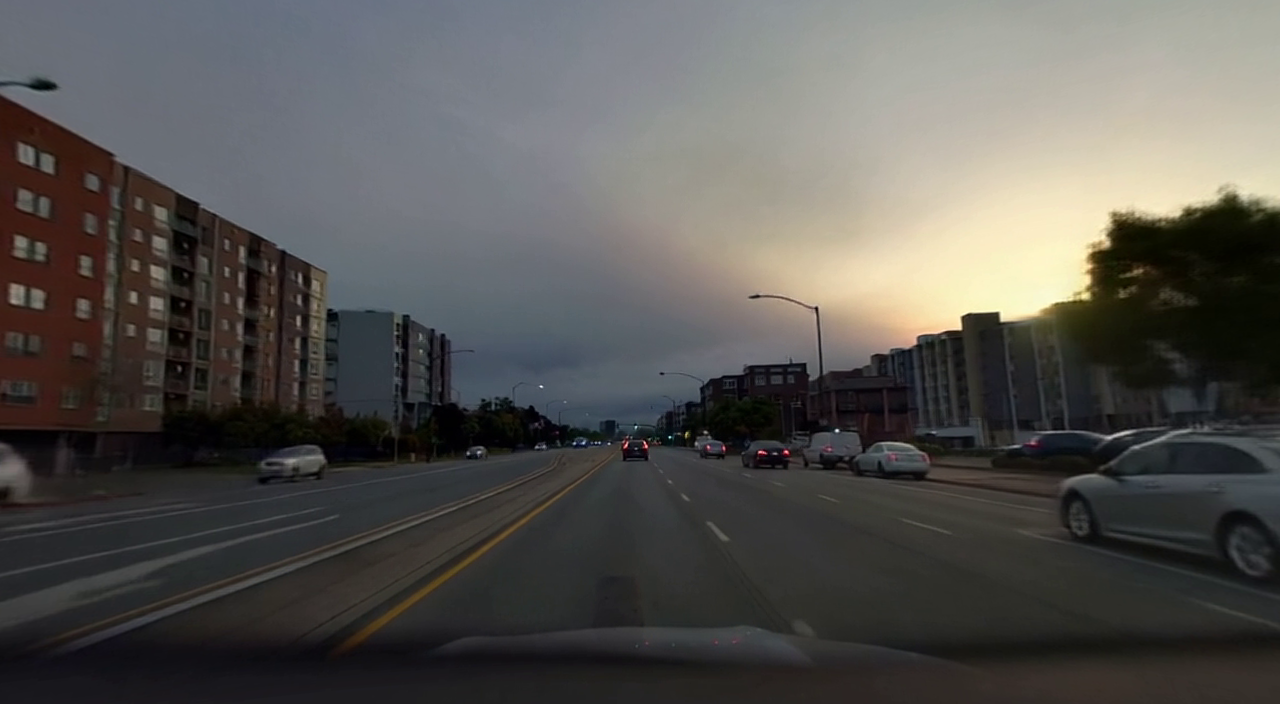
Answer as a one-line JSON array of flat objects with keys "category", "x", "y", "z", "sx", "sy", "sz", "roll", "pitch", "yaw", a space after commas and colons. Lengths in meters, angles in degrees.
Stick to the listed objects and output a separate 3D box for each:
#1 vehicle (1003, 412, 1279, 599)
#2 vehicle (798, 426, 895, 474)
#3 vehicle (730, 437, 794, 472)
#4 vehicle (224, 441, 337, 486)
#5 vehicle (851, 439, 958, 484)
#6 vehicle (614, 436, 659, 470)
[{"category": "vehicle", "x": 6.495, "y": 1.544, "z": 6.968, "sx": 2.121, "sy": 1.557, "sz": 4.898, "roll": 0, "pitch": -8, "yaw": 1}, {"category": "vehicle", "x": 10.110, "y": 4.907, "z": 31.666, "sx": 2.441, "sy": 2.150, "sz": 6.729, "roll": 1, "pitch": -8, "yaw": -2}, {"category": "vehicle", "x": 5.763, "y": 4.885, "z": 30.273, "sx": 2.154, "sy": 1.554, "sz": 4.149, "roll": 0, "pitch": -8, "yaw": -2}, {"category": "vehicle", "x": -15.435, "y": 4.787, "z": 27.404, "sx": 2.216, "sy": 1.797, "sz": 4.487, "roll": 0, "pitch": -8, "yaw": 0}, {"category": "vehicle", "x": 9.968, "y": 4.145, "z": 24.156, "sx": 2.089, "sy": 1.508, "sz": 4.323, "roll": -1, "pitch": -8, "yaw": -2}, {"category": "vehicle", "x": -0.168, "y": 5.034, "z": 31.459, "sx": 2.106, "sy": 1.553, "sz": 3.964, "roll": 0, "pitch": -8, "yaw": 0}]
